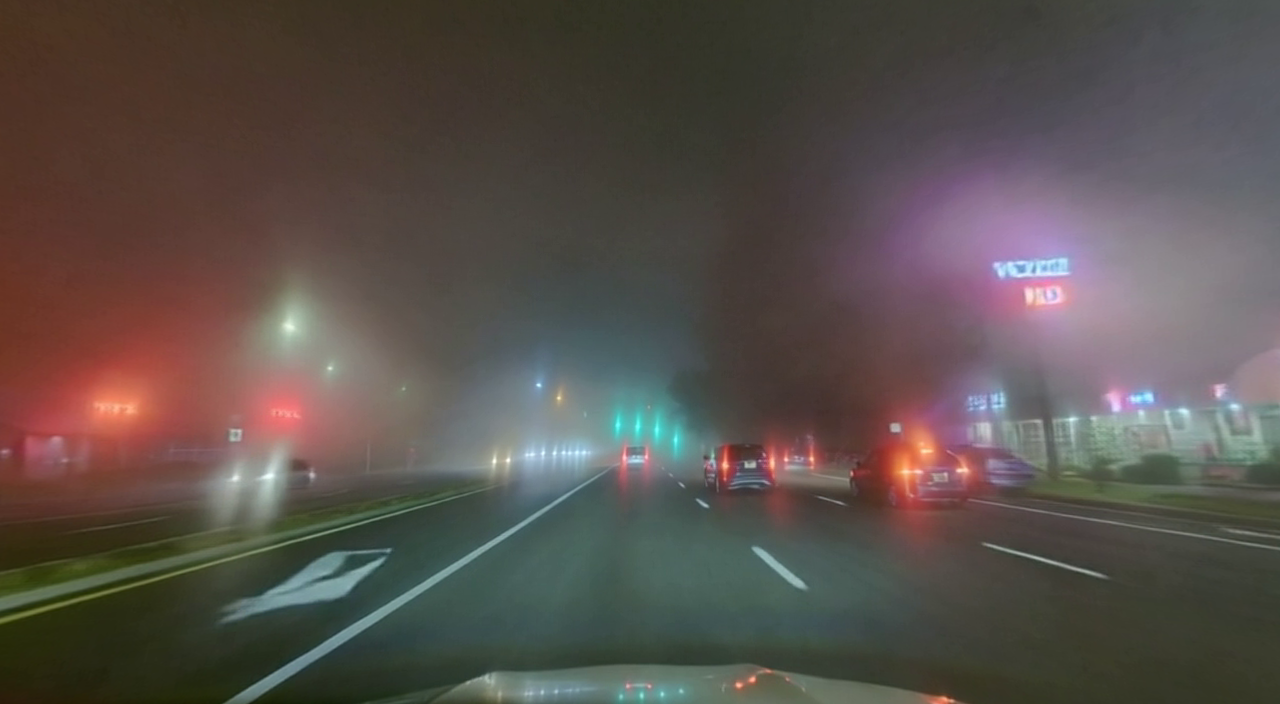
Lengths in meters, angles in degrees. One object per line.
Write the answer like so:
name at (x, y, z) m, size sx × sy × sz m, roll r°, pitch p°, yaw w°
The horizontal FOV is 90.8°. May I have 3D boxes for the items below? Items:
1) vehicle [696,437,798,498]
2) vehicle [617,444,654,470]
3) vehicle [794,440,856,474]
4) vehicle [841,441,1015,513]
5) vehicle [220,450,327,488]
vehicle at (2.970, 3.320, 18.644) m, size 2.072 × 1.545 × 4.578 m, roll 0°, pitch -8°, yaw -2°
vehicle at (-0.261, 6.141, 37.180) m, size 2.052 × 1.461 × 4.324 m, roll 0°, pitch -8°, yaw 0°
vehicle at (10.536, 6.001, 36.353) m, size 2.079 × 1.798 × 4.979 m, roll 0°, pitch -8°, yaw 1°
vehicle at (6.619, 2.899, 15.230) m, size 1.952 × 1.449 × 4.544 m, roll 0°, pitch -8°, yaw -1°
vehicle at (-15.931, 5.091, 27.791) m, size 1.921 × 1.480 × 4.577 m, roll 0°, pitch -8°, yaw 0°
